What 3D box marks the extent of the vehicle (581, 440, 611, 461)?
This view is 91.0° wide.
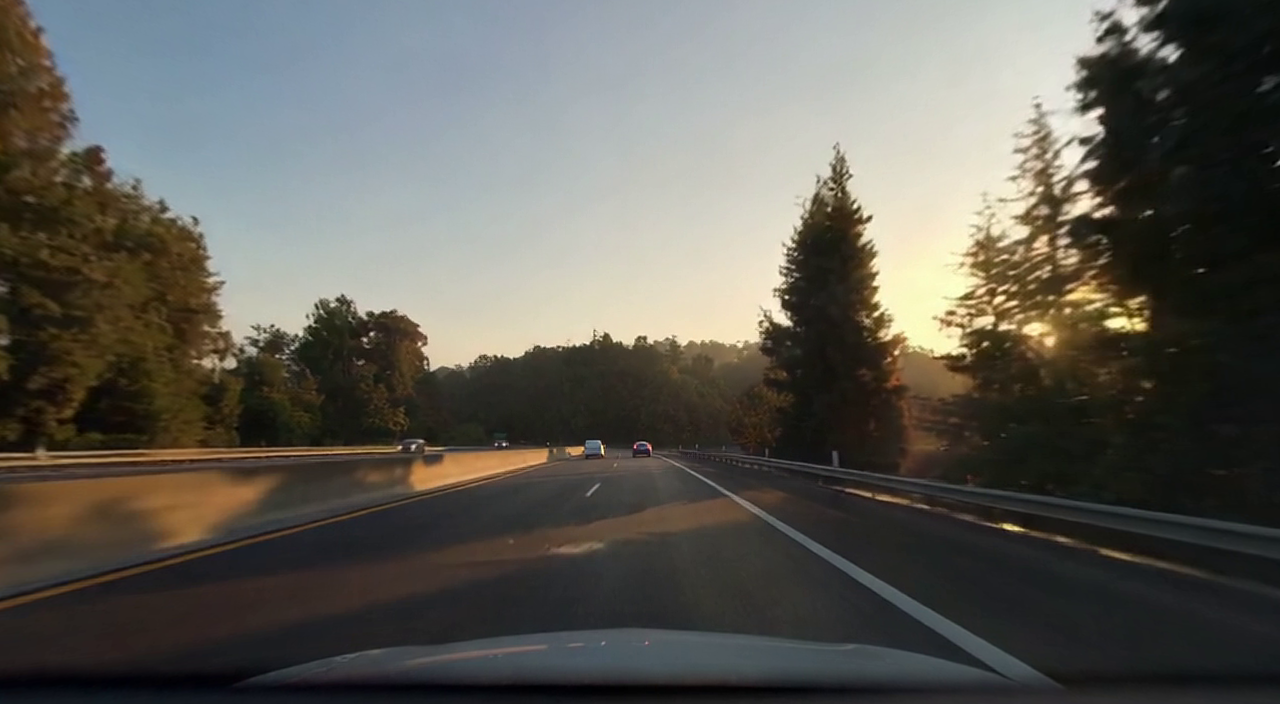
[{"bbox_3d":[-3.313,7.424,47.635,2.057,1.514,3.845,0,-8,-1],"label":"vehicle"}]
